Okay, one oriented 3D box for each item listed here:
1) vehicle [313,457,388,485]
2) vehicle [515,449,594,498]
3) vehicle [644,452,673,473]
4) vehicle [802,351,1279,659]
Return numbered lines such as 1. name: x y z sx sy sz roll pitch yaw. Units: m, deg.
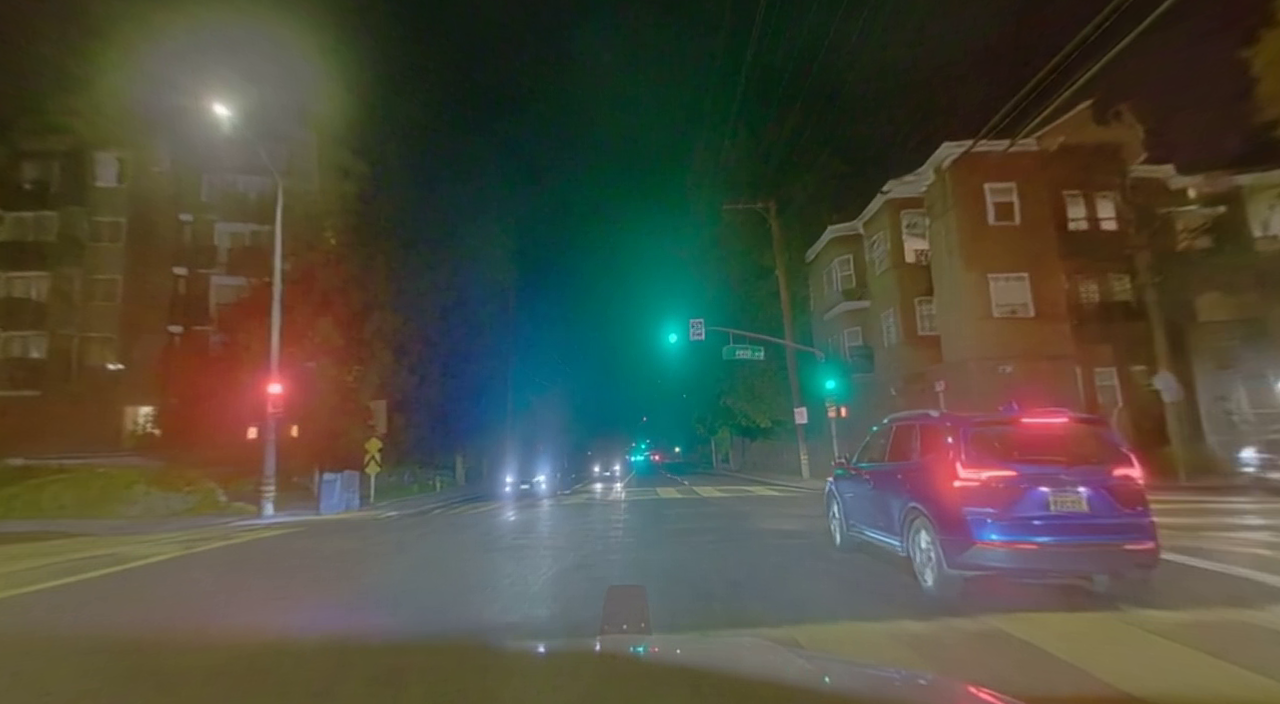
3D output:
1. vehicle: -20.064 8.269 43.807 4.134 1.655 2.225 -1 -6 -2
2. vehicle: -2.852 4.168 22.102 2.170 1.513 4.270 0 -8 0
3. vehicle: 1.333 8.208 47.030 2.097 1.463 4.043 0 -8 0
4. vehicle: 3.303 1.279 6.316 2.130 1.863 4.844 0 -8 1
